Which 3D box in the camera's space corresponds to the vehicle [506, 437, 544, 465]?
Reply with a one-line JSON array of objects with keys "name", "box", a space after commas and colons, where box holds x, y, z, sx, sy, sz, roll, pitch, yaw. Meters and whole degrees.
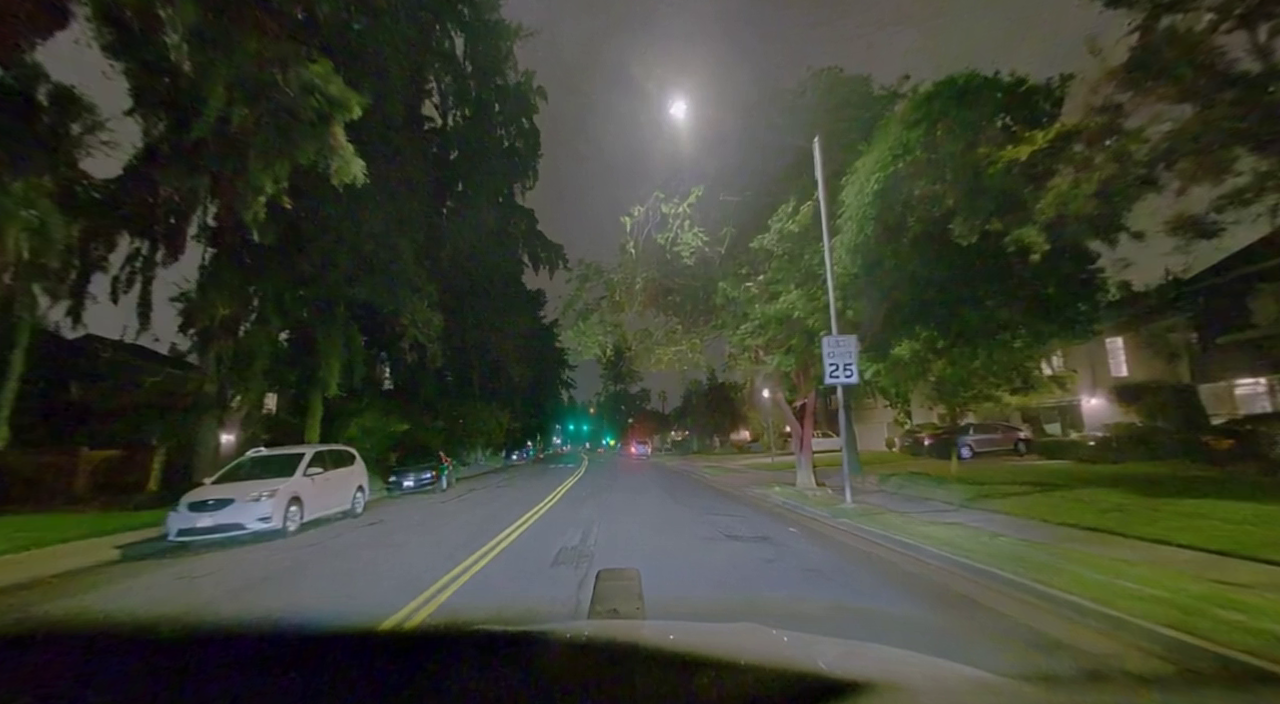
[{"name": "vehicle", "box": [-8.226, 7.133, 45.559, 2.102, 1.801, 5.574, -1, -9, -5]}]

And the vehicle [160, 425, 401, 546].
[{"name": "vehicle", "box": [-6.556, 2.489, 12.358, 2.051, 1.761, 4.698, -3, -9, -1]}]

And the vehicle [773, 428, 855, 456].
[{"name": "vehicle", "box": [11.863, 6.154, 43.324, 4.938, 1.830, 2.024, 0, -8, -2]}]

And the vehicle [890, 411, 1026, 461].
[{"name": "vehicle", "box": [12.705, 3.394, 25.441, 4.392, 1.944, 1.917, 0, -8, -1]}]

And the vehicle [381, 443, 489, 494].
[{"name": "vehicle", "box": [-6.693, 3.854, 21.357, 2.004, 1.400, 5.505, -2, -9, -2]}]
